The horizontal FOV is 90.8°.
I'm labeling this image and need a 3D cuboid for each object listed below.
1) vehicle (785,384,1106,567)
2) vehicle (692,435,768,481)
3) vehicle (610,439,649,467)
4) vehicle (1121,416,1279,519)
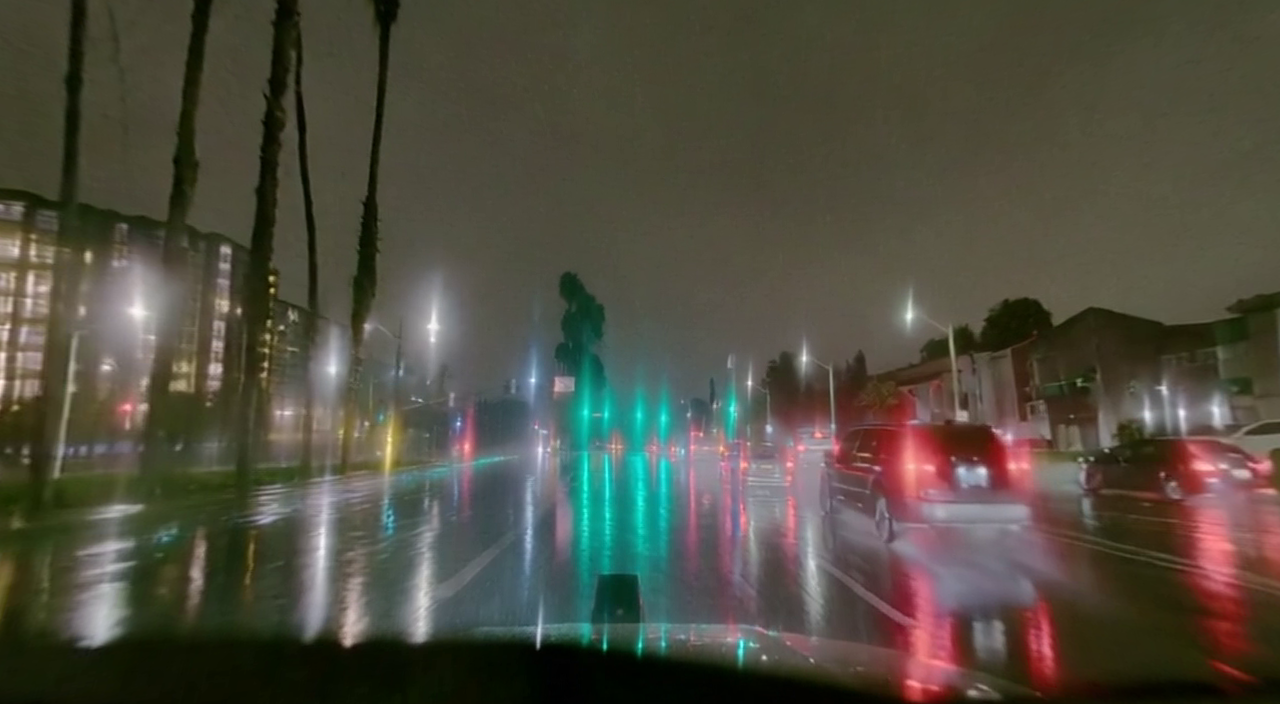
[{"bbox_3d":[3.764,1.640,9.060,2.104,1.910,4.693,0,-9,-2],"label":"vehicle"},{"bbox_3d":[3.221,3.903,23.512,2.010,1.509,4.377,0,-9,-2],"label":"vehicle"},{"bbox_3d":[-0.621,5.743,36.079,2.115,1.464,4.205,0,-9,-2],"label":"vehicle"},{"bbox_3d":[12.291,2.169,12.055,2.059,1.808,5.098,0,-9,-1],"label":"vehicle"}]
